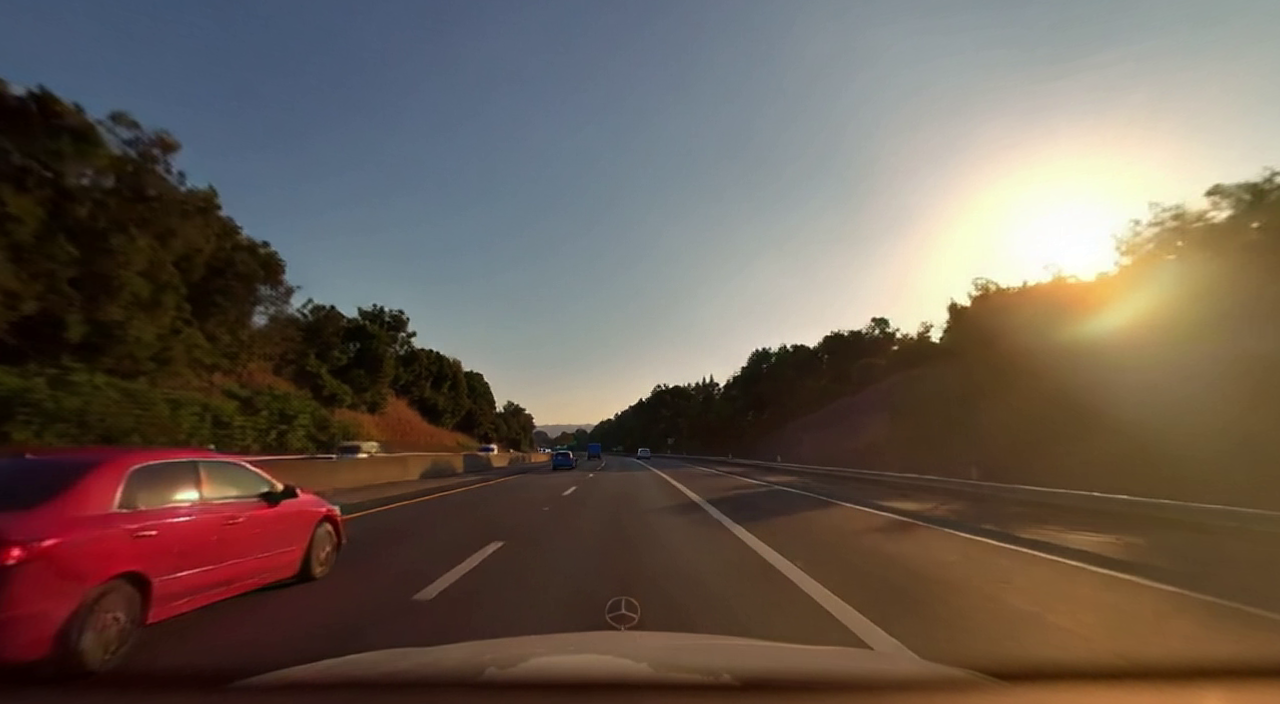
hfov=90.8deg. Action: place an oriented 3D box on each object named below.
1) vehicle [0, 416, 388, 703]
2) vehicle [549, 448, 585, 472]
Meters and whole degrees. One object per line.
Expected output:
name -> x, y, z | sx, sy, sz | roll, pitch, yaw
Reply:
vehicle -> -3.782, 1.296, 4.442 | 1.957, 1.499, 4.965 | 0, -9, 0
vehicle -> -5.055, 7.518, 44.191 | 2.049, 1.521, 4.366 | 0, -9, -1
